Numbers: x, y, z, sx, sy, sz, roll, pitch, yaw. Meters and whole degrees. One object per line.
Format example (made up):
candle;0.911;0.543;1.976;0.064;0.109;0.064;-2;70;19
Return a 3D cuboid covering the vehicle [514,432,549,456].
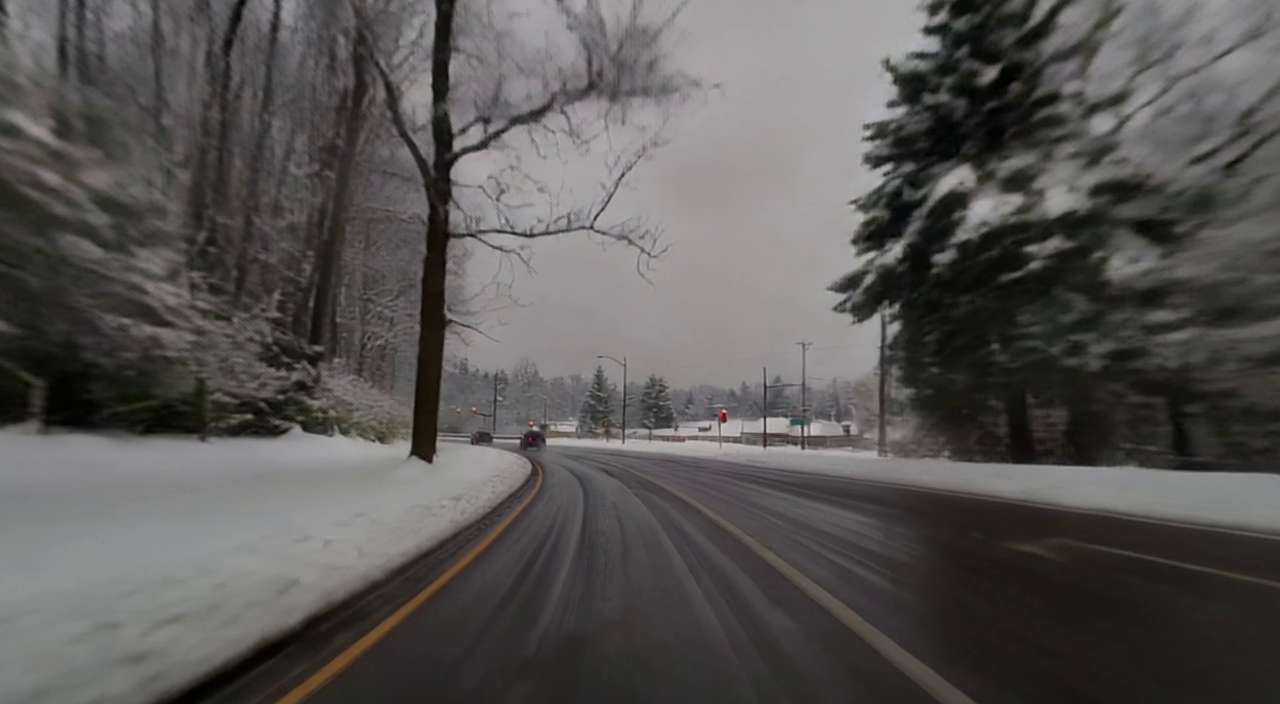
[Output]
vehicle;-8.339;7.006;47.999;1.947;1.729;4.051;3;-9;-19
